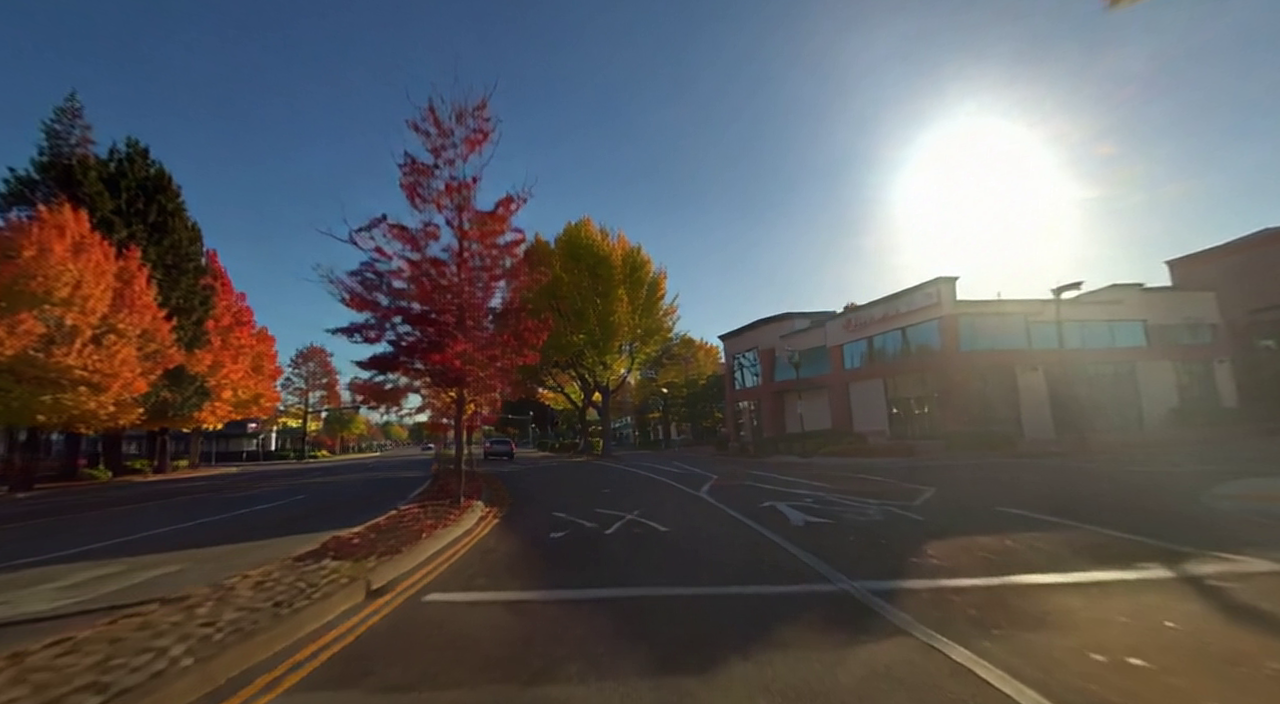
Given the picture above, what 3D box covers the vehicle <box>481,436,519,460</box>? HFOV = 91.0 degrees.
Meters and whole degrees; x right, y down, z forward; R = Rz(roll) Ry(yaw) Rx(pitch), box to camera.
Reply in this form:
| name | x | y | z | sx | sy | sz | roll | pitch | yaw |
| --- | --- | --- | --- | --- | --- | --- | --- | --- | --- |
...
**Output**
| name | x | y | z | sx | sy | sz | roll | pitch | yaw |
| --- | --- | --- | --- | --- | --- | --- | --- | --- | --- |
| vehicle | -9.290 | 6.335 | 41.521 | 2.018 | 1.512 | 4.304 | 2 | -9 | -17 |
